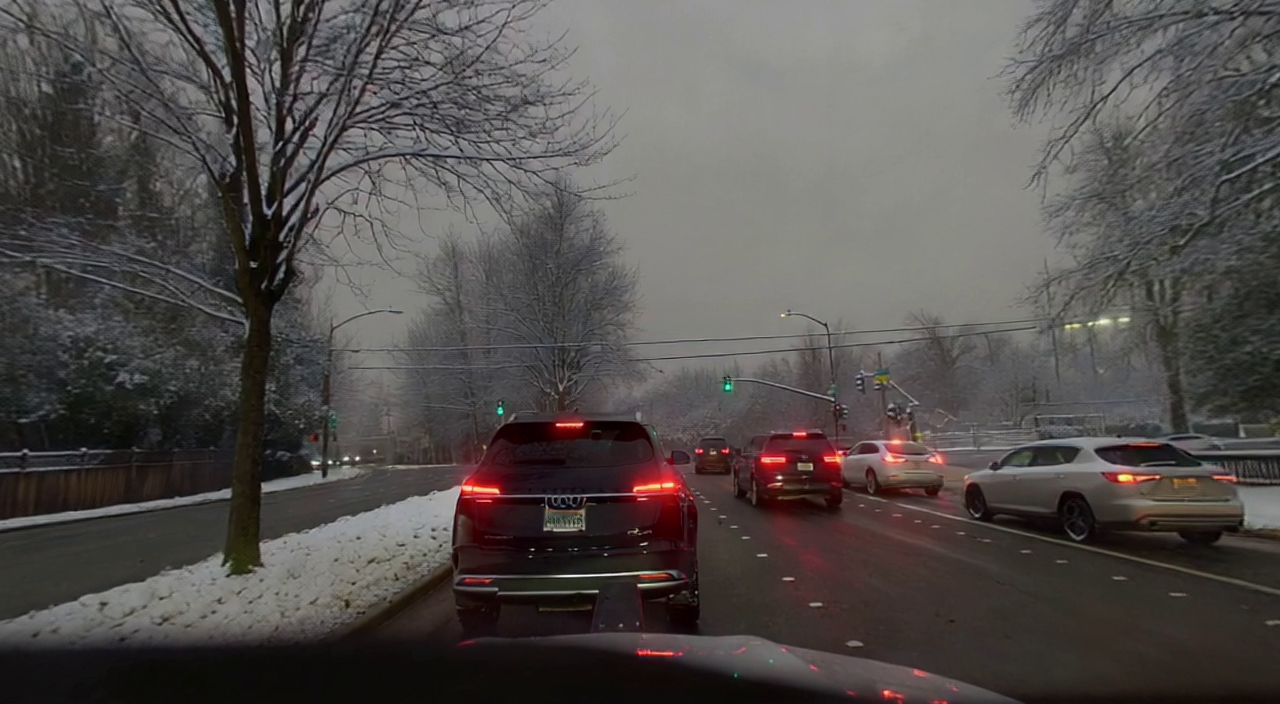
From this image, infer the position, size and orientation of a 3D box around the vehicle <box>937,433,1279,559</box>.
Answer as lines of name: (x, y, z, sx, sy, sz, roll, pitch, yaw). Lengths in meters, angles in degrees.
vehicle: (6.583, 2.017, 9.656, 1.894, 1.445, 4.565, 0, -9, 0)

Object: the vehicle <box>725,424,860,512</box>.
vehicle: (3.259, 2.580, 14.474, 1.963, 1.682, 4.407, 0, -9, 0)

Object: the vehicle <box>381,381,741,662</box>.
vehicle: (-0.433, 1.351, 6.084, 2.201, 1.709, 4.271, 0, -9, 1)

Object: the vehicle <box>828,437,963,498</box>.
vehicle: (6.960, 3.186, 17.792, 1.890, 1.489, 4.415, 0, -9, -1)
